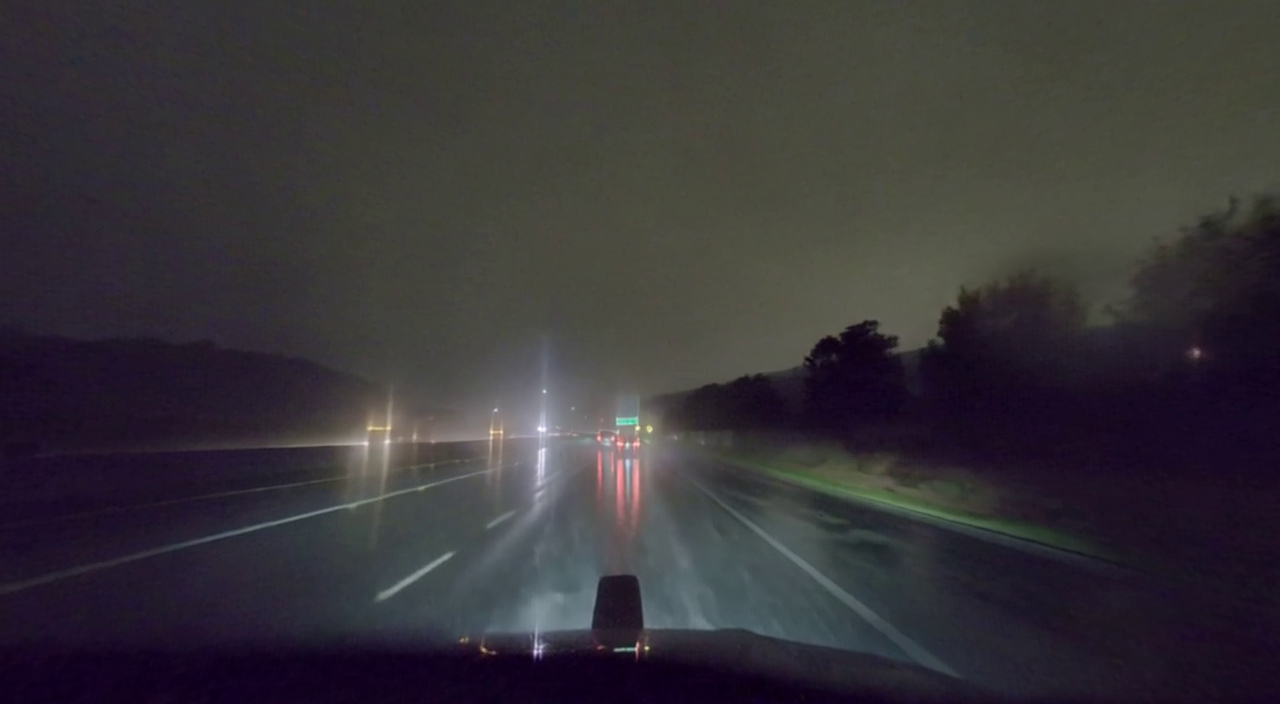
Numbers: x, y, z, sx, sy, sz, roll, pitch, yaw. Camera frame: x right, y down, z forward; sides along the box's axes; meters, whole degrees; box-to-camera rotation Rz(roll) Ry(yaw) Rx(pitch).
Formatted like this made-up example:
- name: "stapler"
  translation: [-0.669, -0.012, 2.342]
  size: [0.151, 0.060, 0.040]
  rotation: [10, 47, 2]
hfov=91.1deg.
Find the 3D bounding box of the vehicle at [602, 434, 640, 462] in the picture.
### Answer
- name: "vehicle"
  translation: [-1.048, 5.266, 34.712]
  size: [1.948, 1.470, 3.913]
  rotation: [0, -8, -2]
